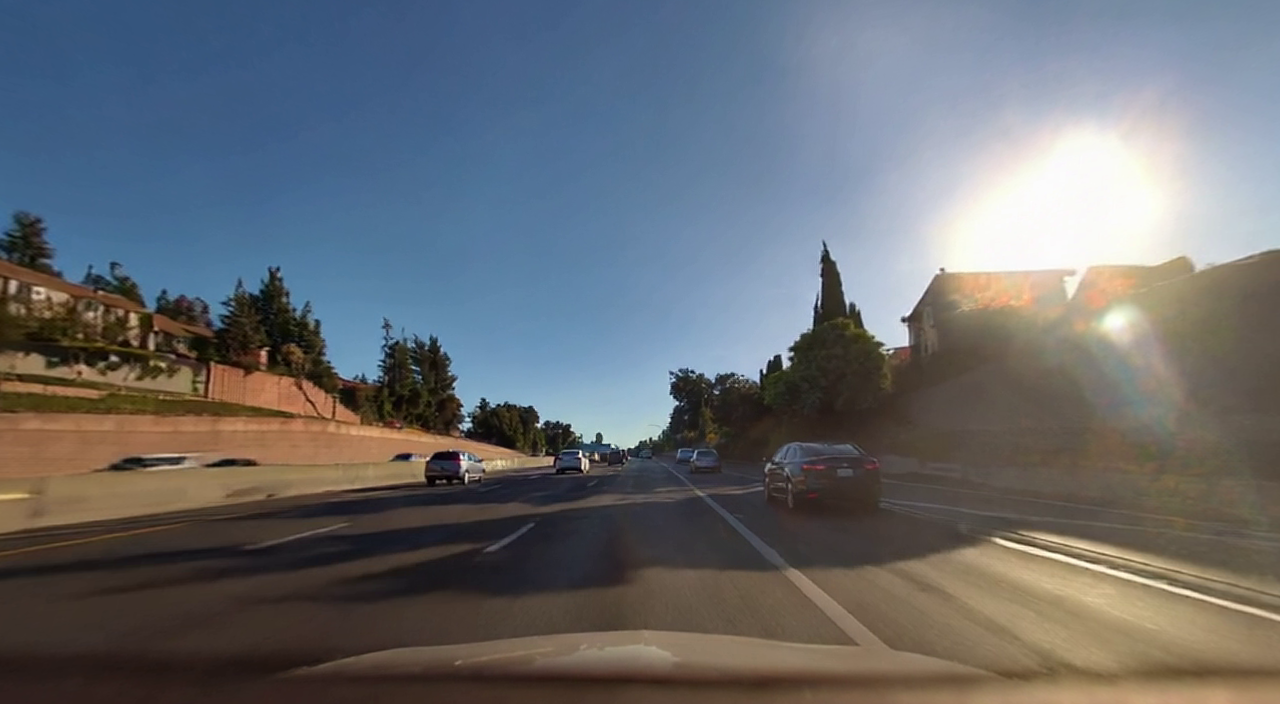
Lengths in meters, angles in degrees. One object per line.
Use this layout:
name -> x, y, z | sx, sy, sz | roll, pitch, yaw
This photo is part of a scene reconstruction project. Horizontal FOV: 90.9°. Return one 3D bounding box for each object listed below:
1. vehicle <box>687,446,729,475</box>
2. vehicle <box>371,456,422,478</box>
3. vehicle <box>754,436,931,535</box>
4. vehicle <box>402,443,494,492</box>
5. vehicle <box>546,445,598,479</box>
vehicle -> 3.697, 5.930, 34.702 | 1.854, 1.438, 3.954 | 0, -8, 0
vehicle -> -18.635, 8.794, 48.453 | 1.959, 1.483, 4.641 | -1, -8, 2
vehicle -> 3.547, 2.391, 11.988 | 1.912, 1.509, 4.291 | 0, -8, 0
vehicle -> -7.225, 4.366, 24.245 | 2.057, 1.681, 4.277 | 0, -8, 1
vehicle -> -3.384, 5.533, 32.109 | 2.136, 1.571, 4.285 | 0, -8, 1
